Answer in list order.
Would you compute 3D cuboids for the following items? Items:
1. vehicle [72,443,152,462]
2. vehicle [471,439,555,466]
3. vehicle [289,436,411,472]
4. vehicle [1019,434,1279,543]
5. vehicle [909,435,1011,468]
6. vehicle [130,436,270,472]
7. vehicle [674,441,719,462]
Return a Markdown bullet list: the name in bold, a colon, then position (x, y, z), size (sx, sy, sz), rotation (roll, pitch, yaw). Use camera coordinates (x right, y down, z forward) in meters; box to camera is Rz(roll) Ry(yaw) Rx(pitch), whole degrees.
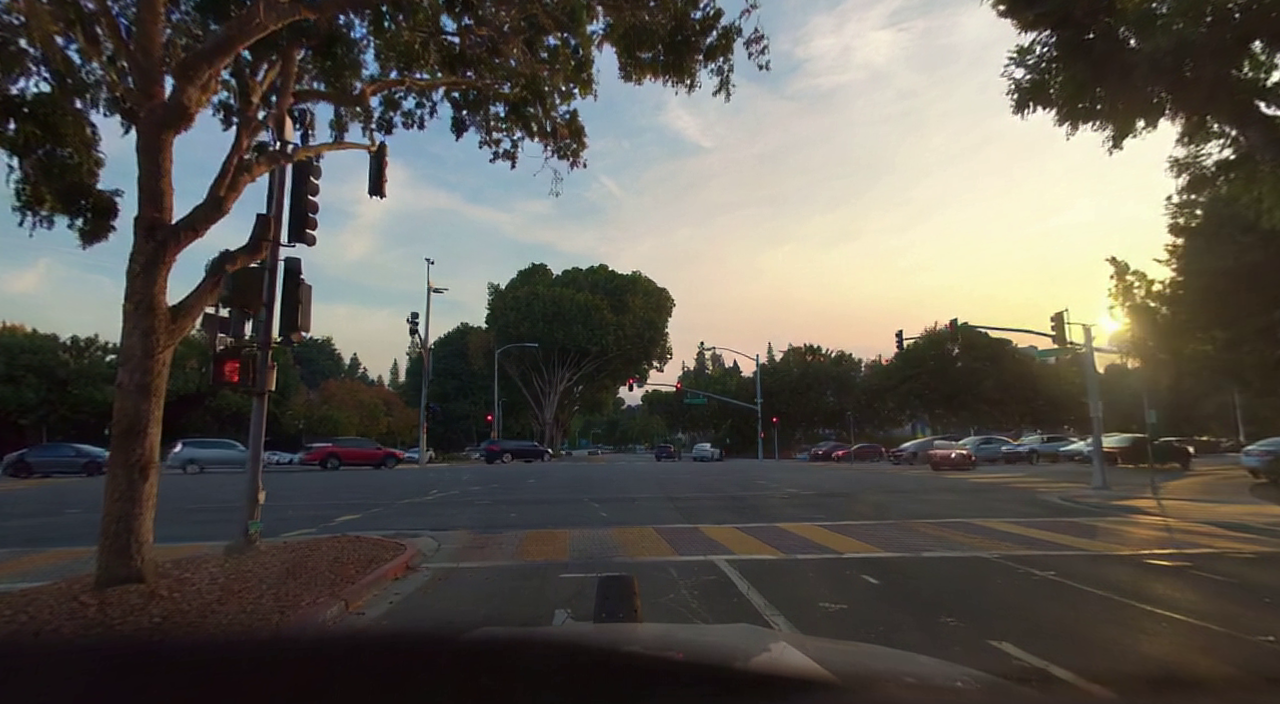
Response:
- **vehicle**: position (-40.542, 7.725, 48.593), size (4.345, 1.426, 1.722), rotation (2, -9, -8)
- **vehicle**: position (-7.500, 5.942, 37.541), size (1.891, 1.472, 4.580), rotation (-8, -12, 44)
- **vehicle**: position (-12.767, 4.508, 28.047), size (4.671, 1.465, 1.934), rotation (4, -9, -24)
- **vehicle**: position (9.299, 2.336, 11.450), size (1.993, 1.505, 4.721), rotation (3, -9, 0)
- **vehicle**: position (16.562, 5.150, 32.955), size (2.001, 1.561, 4.481), rotation (3, -9, -22)
- **vehicle**: position (-19.546, 4.553, 28.356), size (4.709, 1.514, 1.985), rotation (3, -9, -21)
- **vehicle**: position (4.287, 7.489, 47.488), size (1.935, 1.476, 4.849), rotation (-4, -9, 23)
